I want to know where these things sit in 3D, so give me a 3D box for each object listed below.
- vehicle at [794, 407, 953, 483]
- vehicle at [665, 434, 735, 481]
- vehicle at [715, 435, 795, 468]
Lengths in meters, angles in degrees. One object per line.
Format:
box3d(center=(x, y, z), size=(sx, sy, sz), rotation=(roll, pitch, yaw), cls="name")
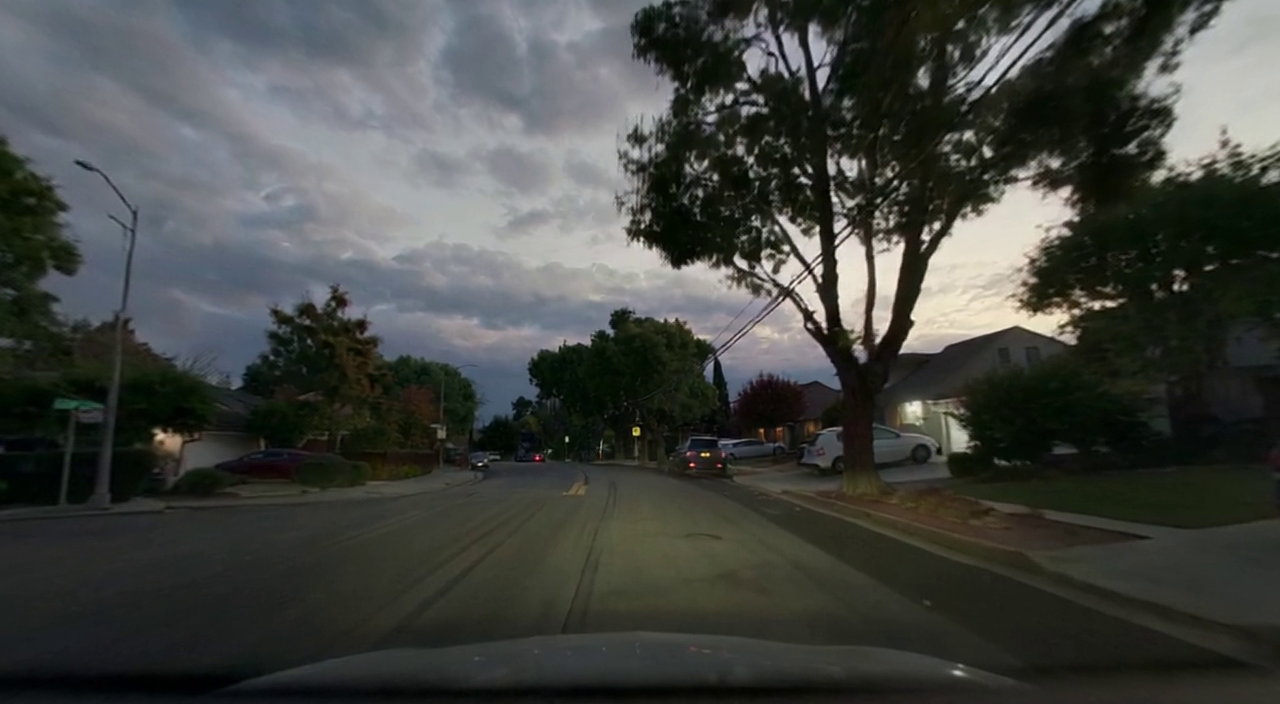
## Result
box3d(center=(8.532, 3.433, 23.461), size=(4.801, 2.139, 2.164), rotation=(-6, -8, -2), cls="vehicle")
box3d(center=(2.628, 4.803, 29.002), size=(2.214, 1.962, 4.733), rotation=(1, -8, -7), cls="vehicle")
box3d(center=(7.369, 6.457, 40.997), size=(4.666, 1.655, 2.169), rotation=(-5, -8, 1), cls="vehicle")
